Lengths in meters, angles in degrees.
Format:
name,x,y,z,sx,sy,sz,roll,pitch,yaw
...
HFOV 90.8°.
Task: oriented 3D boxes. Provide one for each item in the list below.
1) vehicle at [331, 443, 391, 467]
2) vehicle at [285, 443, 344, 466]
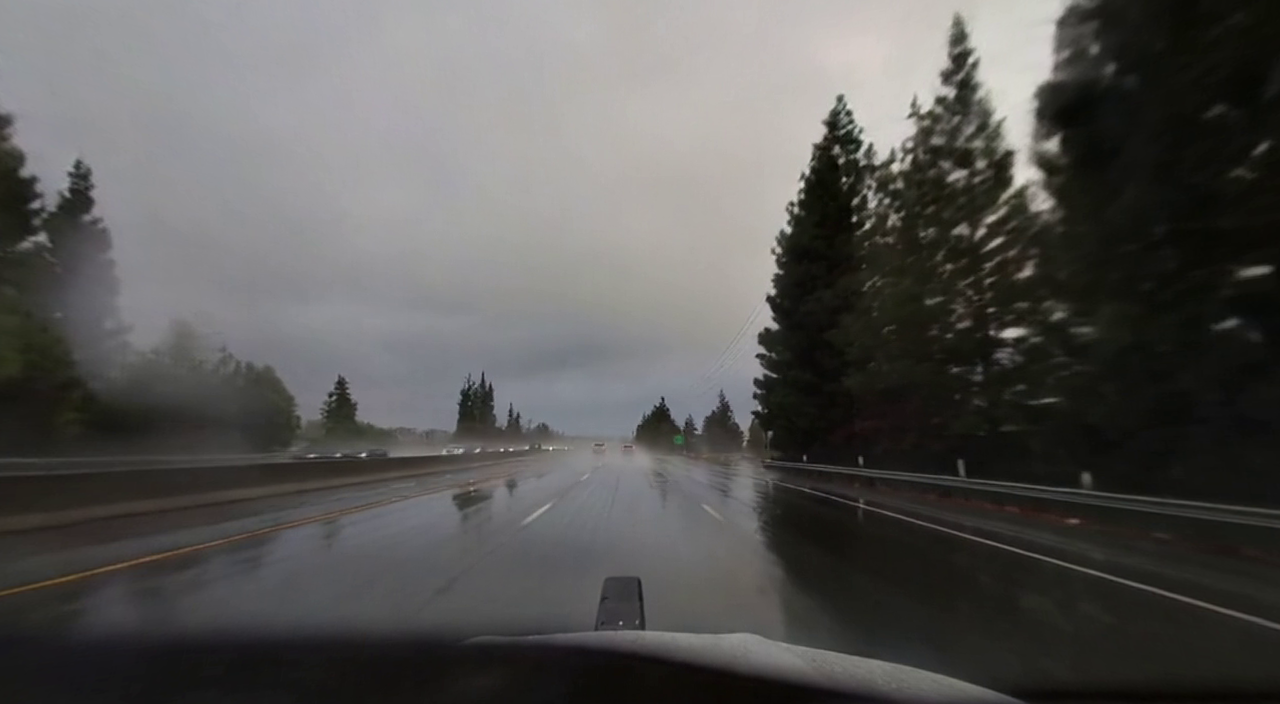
name,x,y,z,sx,sy,sz,roll,pitch,yaw
vehicle,-18.490,6.826,42.093,2.002,1.487,4.509,0,-8,-1
vehicle,-22.140,6.959,43.148,1.826,1.487,4.146,0,-8,-1
